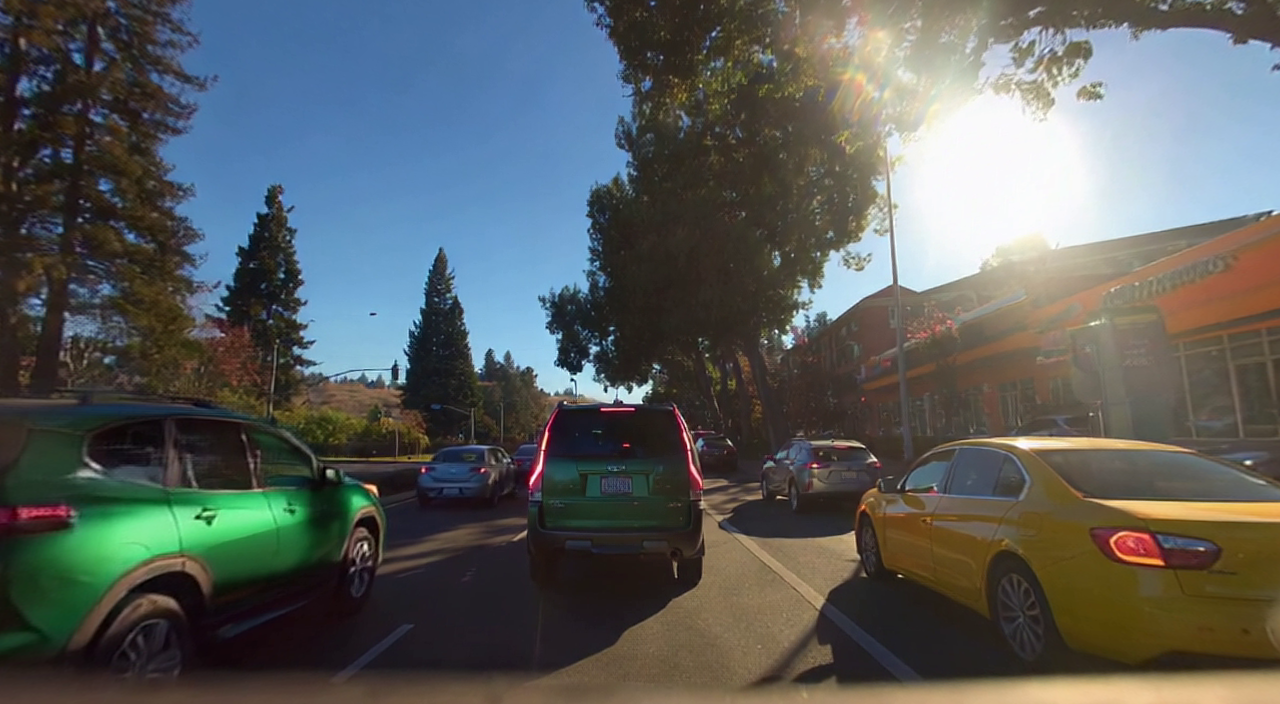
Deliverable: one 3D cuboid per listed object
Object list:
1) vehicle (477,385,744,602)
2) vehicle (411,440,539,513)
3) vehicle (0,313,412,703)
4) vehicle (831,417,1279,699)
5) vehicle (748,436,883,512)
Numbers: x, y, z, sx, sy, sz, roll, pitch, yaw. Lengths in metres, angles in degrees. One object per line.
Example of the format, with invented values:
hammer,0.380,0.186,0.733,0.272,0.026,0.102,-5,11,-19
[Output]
vehicle,-0.295,1.507,7.511,2.238,1.825,4.190,0,-9,-1
vehicle,-3.643,2.813,14.782,1.849,1.451,4.218,0,-9,0
vehicle,-3.632,1.087,4.642,2.231,1.853,4.461,0,-9,0
vehicle,3.366,1.425,5.605,1.900,1.477,4.352,0,-9,-1
vehicle,3.912,2.776,14.889,1.875,1.521,4.192,0,-9,-1
